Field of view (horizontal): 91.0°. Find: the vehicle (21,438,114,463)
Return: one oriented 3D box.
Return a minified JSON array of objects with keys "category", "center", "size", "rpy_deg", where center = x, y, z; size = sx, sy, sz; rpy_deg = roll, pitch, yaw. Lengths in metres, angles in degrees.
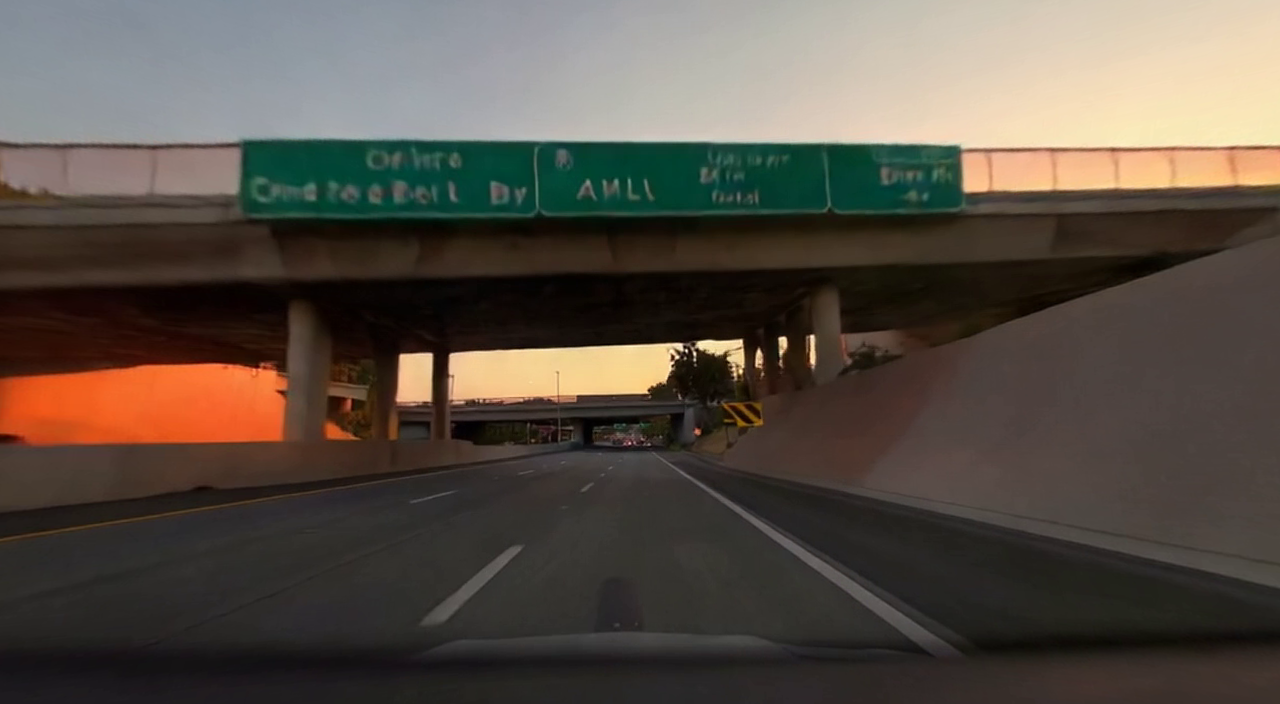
[{"category":"vehicle","center":[-39.675,6.848,43.699],"size":[4.217,1.611,1.993],"rpy_deg":[1,-9,-11]}]
